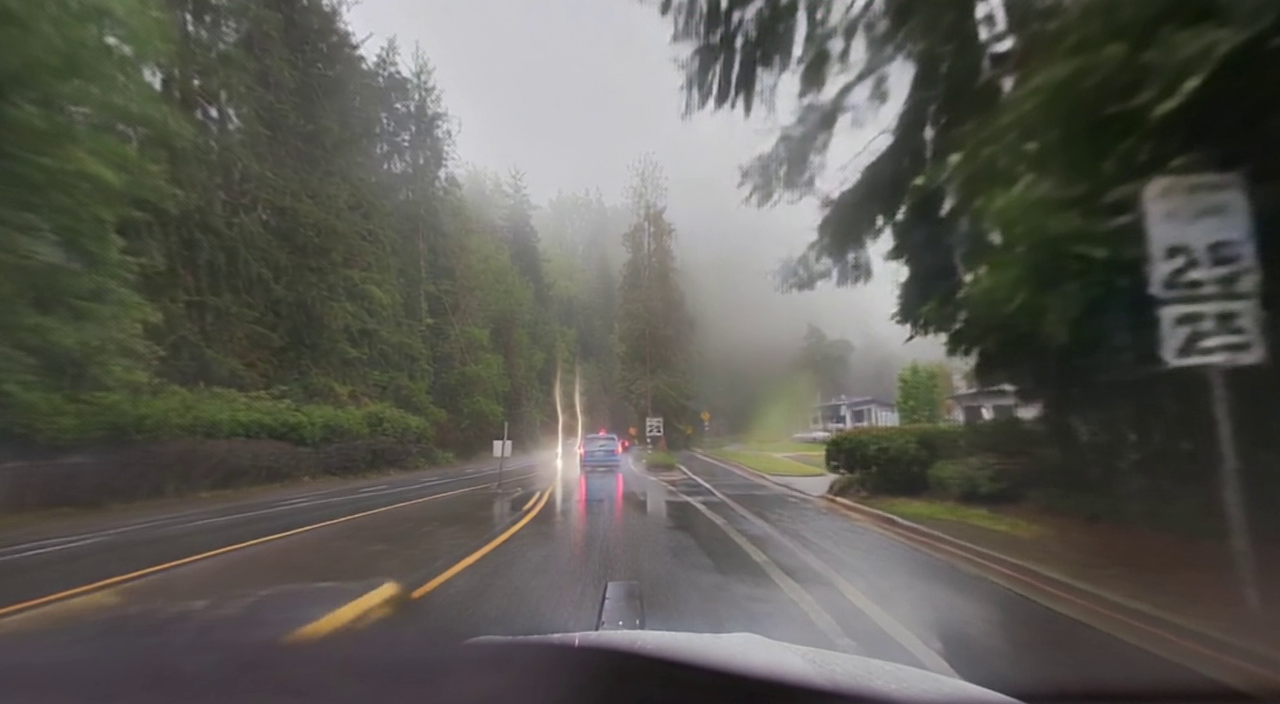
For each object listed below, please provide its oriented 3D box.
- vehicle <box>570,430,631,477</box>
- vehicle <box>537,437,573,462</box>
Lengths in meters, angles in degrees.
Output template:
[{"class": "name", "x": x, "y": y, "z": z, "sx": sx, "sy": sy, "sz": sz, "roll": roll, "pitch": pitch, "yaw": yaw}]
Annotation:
[{"class": "vehicle", "x": -1.544, "y": 4.050, "z": 25.318, "sx": 2.216, "sy": 1.708, "sz": 4.110, "roll": 0, "pitch": -9, "yaw": -2}, {"class": "vehicle", "x": -5.935, "y": 6.869, "z": 44.601, "sx": 2.087, "sy": 1.677, "sz": 4.467, "roll": 0, "pitch": -9, "yaw": -2}]
